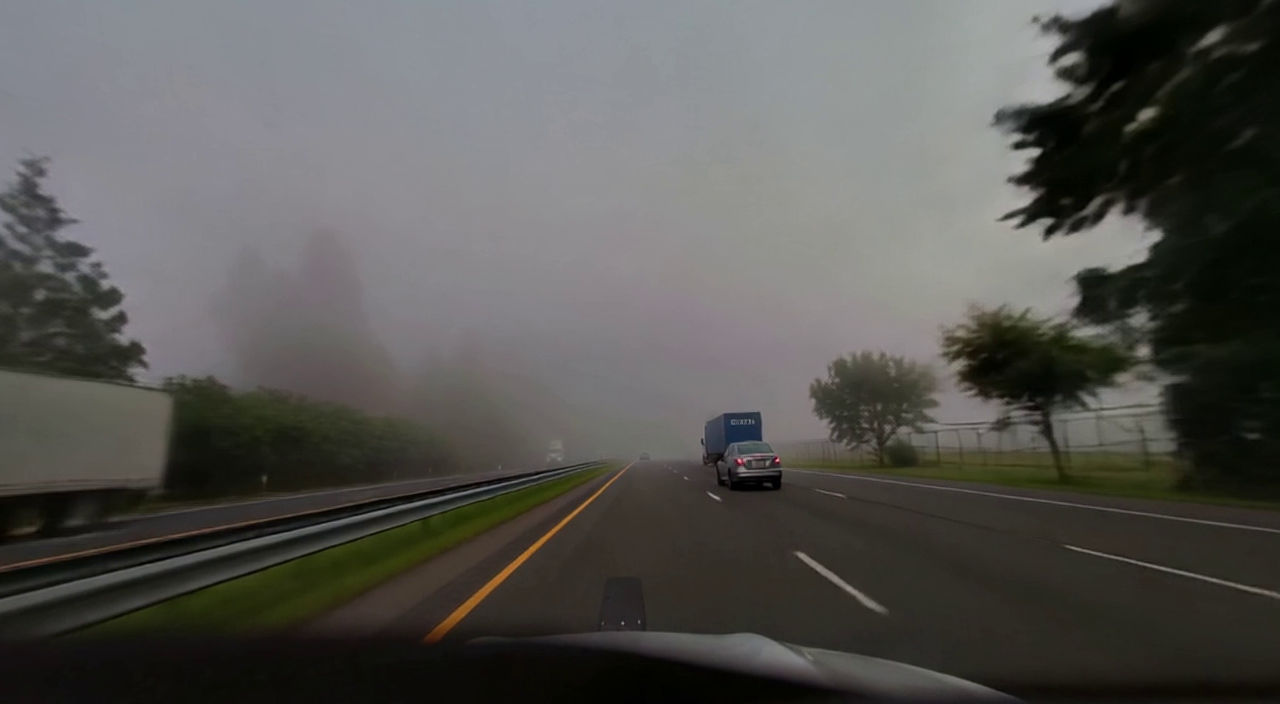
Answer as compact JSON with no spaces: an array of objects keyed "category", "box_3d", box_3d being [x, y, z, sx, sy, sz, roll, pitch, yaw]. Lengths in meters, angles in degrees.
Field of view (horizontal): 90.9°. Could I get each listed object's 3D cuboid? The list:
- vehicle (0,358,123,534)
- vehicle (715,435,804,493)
[{"category":"vehicle","box_3d":[-15.520,1.446,9.848,2.934,3.806,14.208,0,-9,0]},{"category":"vehicle","box_3d":[3.904,3.762,21.394,2.093,1.742,4.167,0,-9,-1]}]
